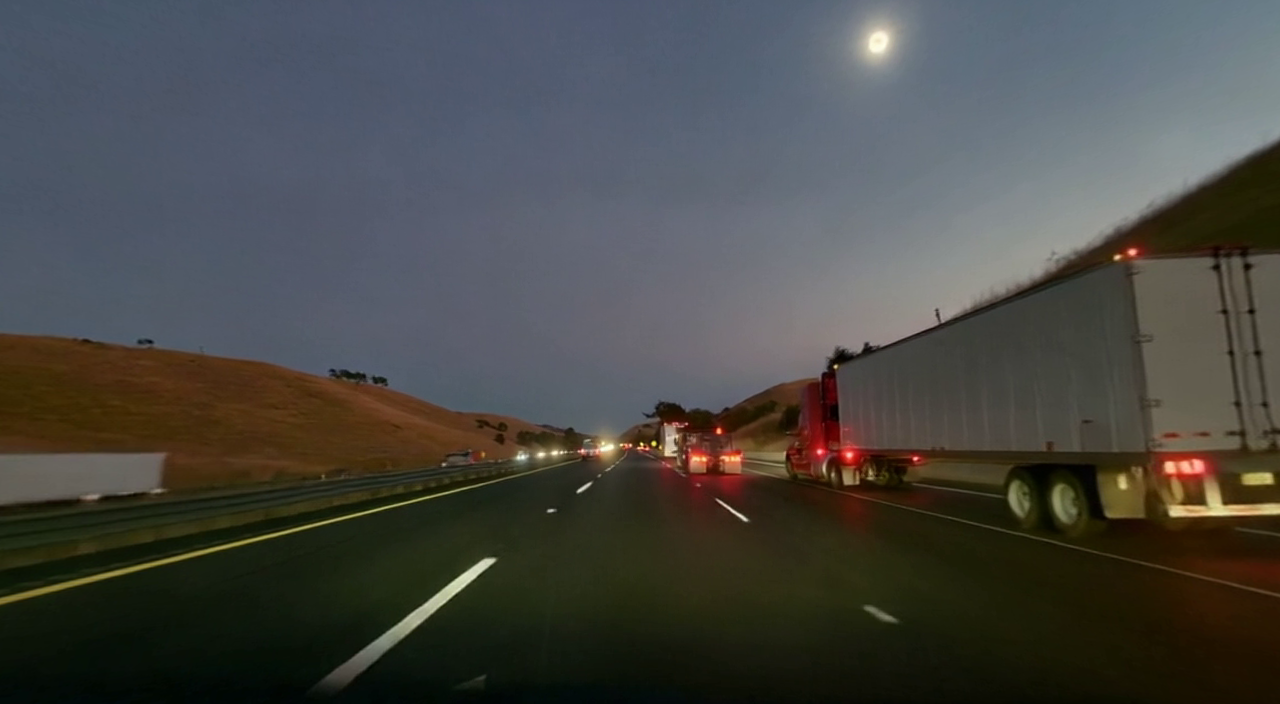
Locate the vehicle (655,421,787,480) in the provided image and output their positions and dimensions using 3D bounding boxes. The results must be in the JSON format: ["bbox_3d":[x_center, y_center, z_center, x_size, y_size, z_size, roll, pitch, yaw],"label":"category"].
[{"bbox_3d":[3.216,4.060,26.093,5.075,2.277,2.365,0,-9,-3],"label":"vehicle"}]

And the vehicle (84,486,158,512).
[{"bbox_3d":[-37.012,10.473,45.184,1.808,1.497,4.178,0,-9,-1],"label":"vehicle"}]

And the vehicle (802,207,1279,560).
[{"bbox_3d":[7.632,1.523,15.561,2.935,4.187,16.357,0,-9,0],"label":"vehicle"}]
